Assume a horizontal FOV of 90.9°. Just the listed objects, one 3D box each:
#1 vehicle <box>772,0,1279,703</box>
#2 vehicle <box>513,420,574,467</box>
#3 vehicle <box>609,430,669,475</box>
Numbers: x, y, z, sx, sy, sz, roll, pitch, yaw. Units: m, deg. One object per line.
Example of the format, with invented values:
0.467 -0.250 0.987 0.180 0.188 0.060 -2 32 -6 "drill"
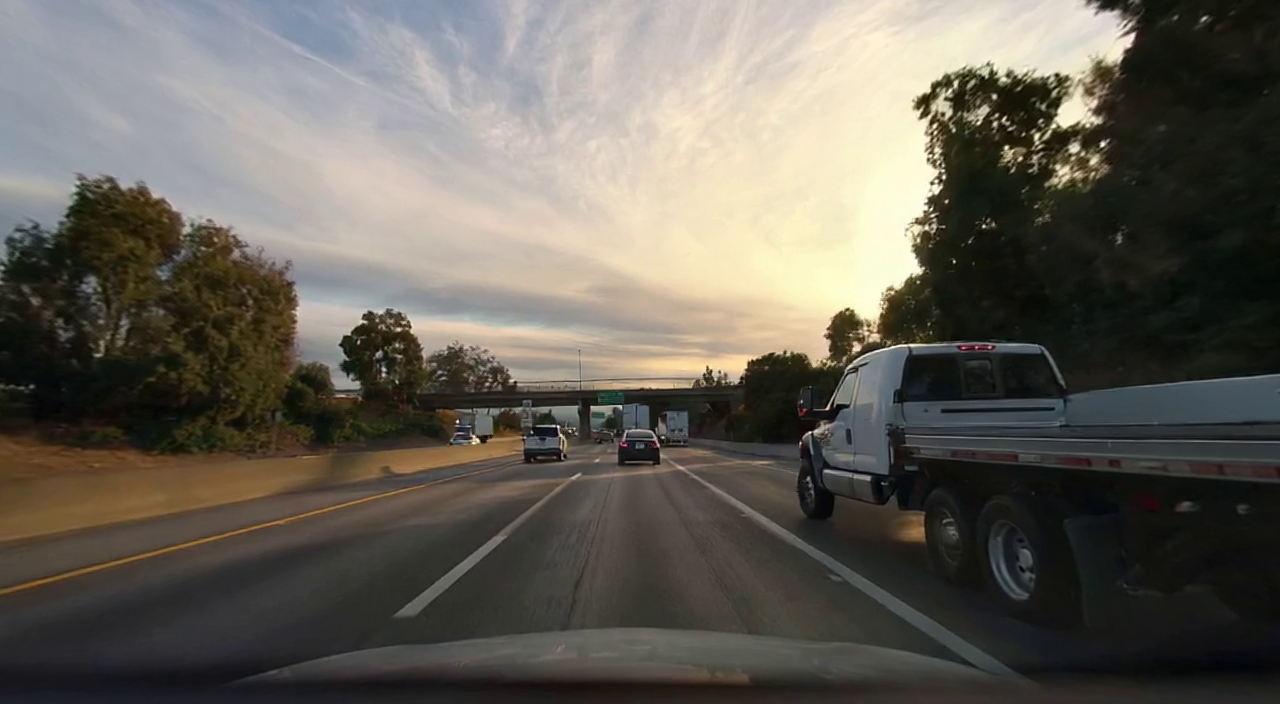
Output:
3.600 0.358 5.992 2.783 3.483 7.836 0 -8 -1 "vehicle"
-4.294 4.145 28.763 2.013 1.961 4.692 0 -8 0 "vehicle"
-0.054 3.764 23.852 2.059 1.522 3.693 0 -8 -1 "vehicle"
